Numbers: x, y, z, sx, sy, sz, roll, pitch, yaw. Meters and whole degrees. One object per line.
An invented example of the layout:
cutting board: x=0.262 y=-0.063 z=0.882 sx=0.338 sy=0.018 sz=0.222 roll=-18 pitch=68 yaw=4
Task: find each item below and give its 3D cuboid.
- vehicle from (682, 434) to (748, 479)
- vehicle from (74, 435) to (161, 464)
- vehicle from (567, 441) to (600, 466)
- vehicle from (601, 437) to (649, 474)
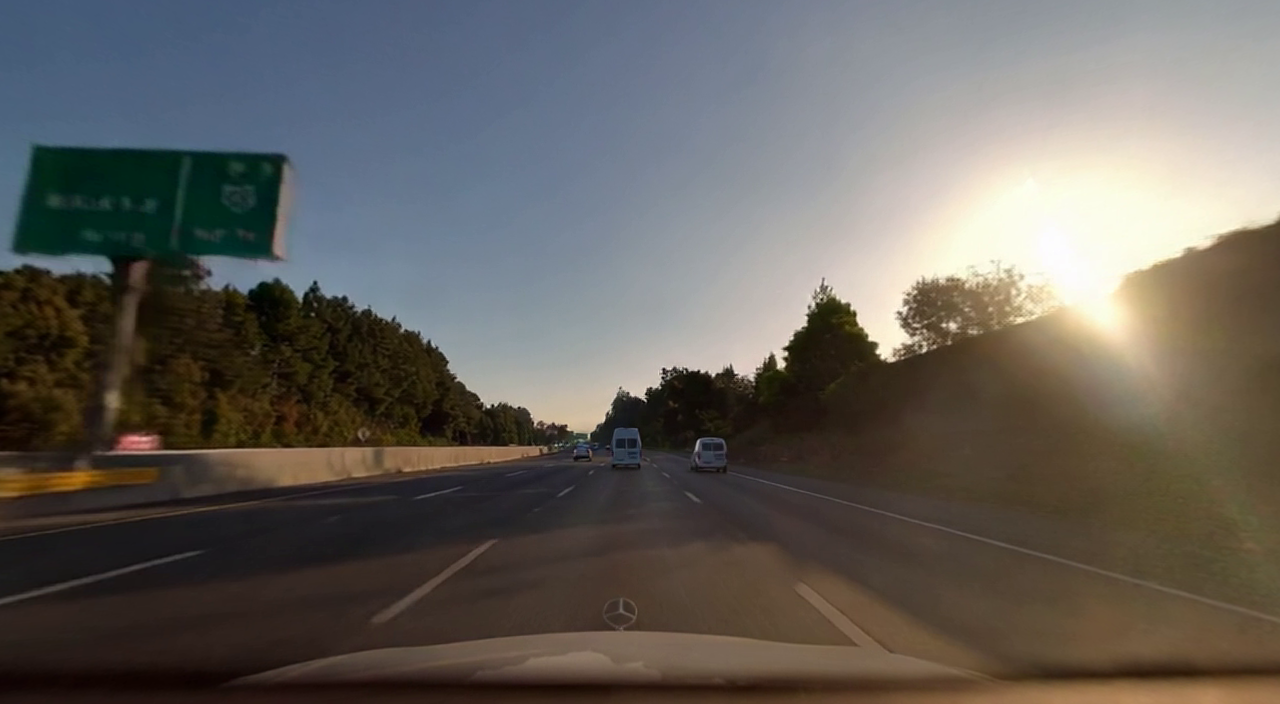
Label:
vehicle: x=3.146 y=4.505 z=27.418 sx=2.160 sy=1.759 sz=4.214 roll=0 pitch=-8 yaw=-2
vehicle: x=-29.082 y=5.437 z=35.304 sx=1.601 sy=1.485 sz=3.882 roll=-1 pitch=-8 yaw=-1
vehicle: x=-4.123 y=7.463 z=46.750 sx=2.023 sy=1.709 sz=4.263 roll=0 pitch=-8 yaw=0
vehicle: x=-0.743 y=5.302 z=32.575 sx=2.297 sy=1.783 sz=4.355 roll=0 pitch=-8 yaw=-1
